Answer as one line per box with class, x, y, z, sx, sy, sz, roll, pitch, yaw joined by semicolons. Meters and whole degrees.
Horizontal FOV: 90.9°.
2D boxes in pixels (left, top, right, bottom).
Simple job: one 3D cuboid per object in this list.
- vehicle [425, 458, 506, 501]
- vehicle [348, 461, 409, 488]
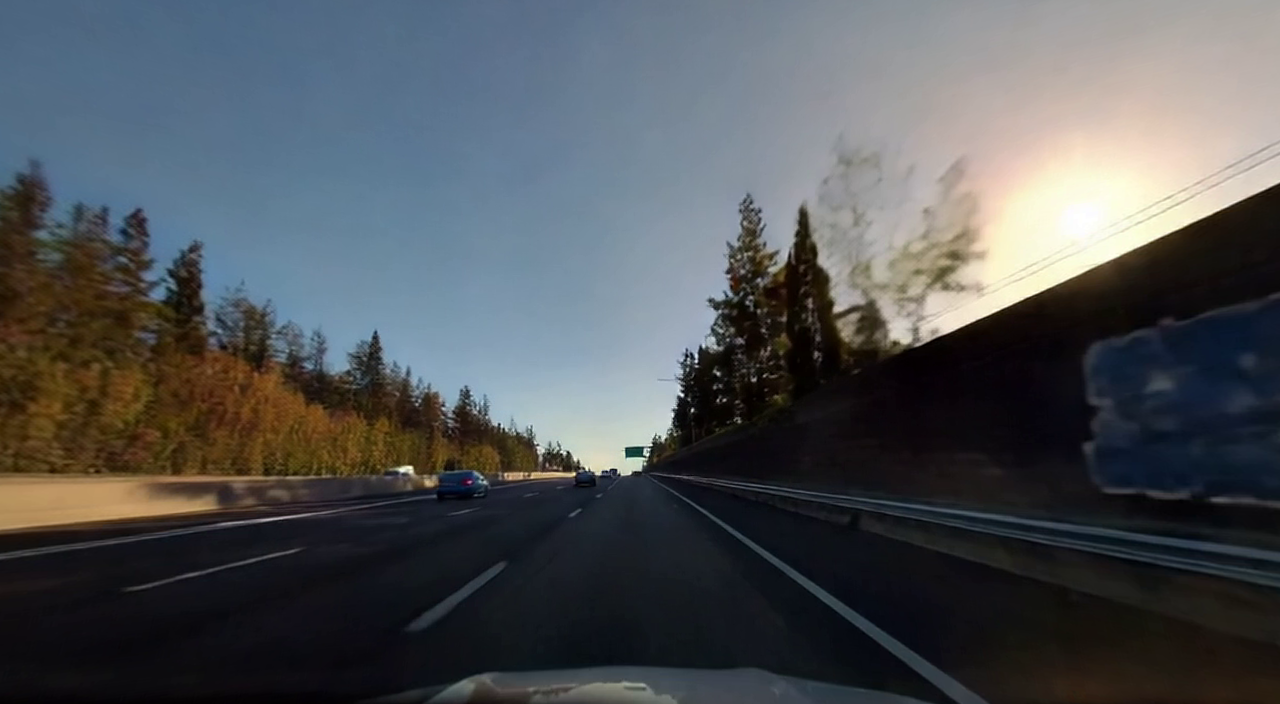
vehicle;-7.190;5.321;26.475;2.124;1.630;4.416;1;-10;0
vehicle;-19.083;8.974;46.242;2.278;1.773;4.993;1;-10;0
